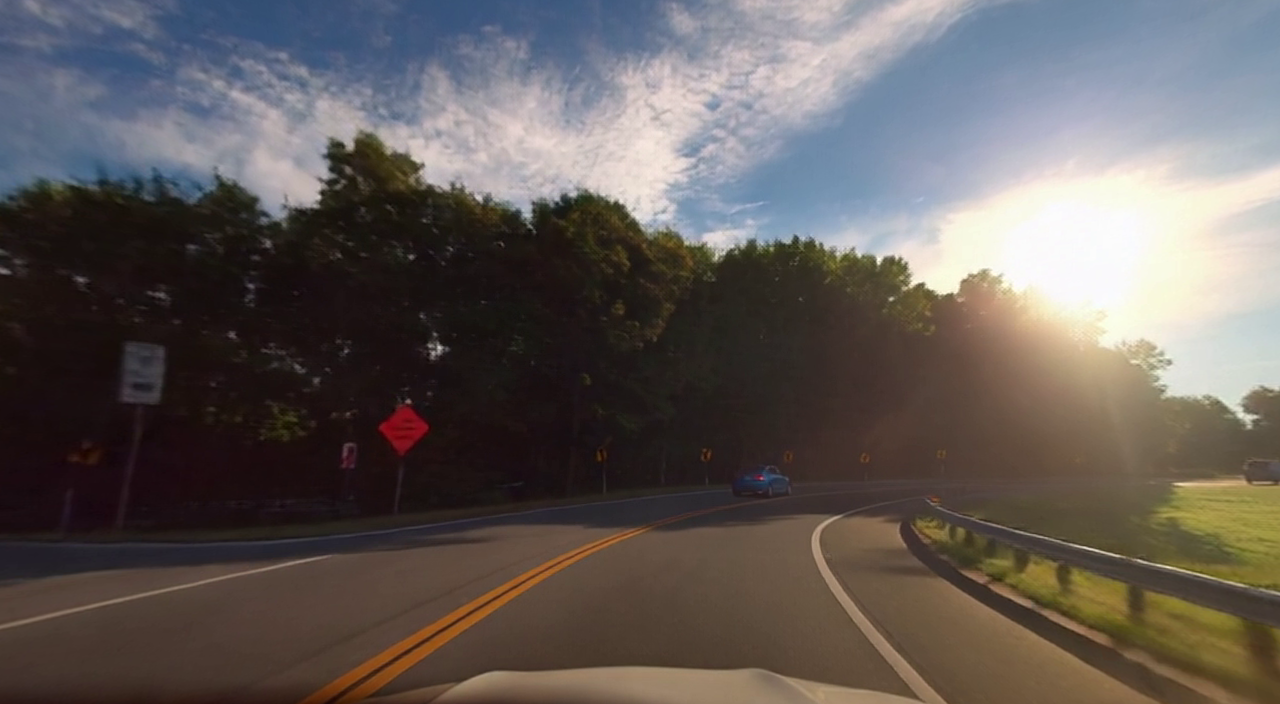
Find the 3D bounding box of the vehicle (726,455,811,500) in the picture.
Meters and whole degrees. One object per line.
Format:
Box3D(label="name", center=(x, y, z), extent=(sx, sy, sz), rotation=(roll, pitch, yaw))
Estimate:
Box3D(label="vehicle", center=(5.467, 5.217, 26.383), extent=(1.997, 1.692, 4.422), rotation=(-6, -12, 32))
